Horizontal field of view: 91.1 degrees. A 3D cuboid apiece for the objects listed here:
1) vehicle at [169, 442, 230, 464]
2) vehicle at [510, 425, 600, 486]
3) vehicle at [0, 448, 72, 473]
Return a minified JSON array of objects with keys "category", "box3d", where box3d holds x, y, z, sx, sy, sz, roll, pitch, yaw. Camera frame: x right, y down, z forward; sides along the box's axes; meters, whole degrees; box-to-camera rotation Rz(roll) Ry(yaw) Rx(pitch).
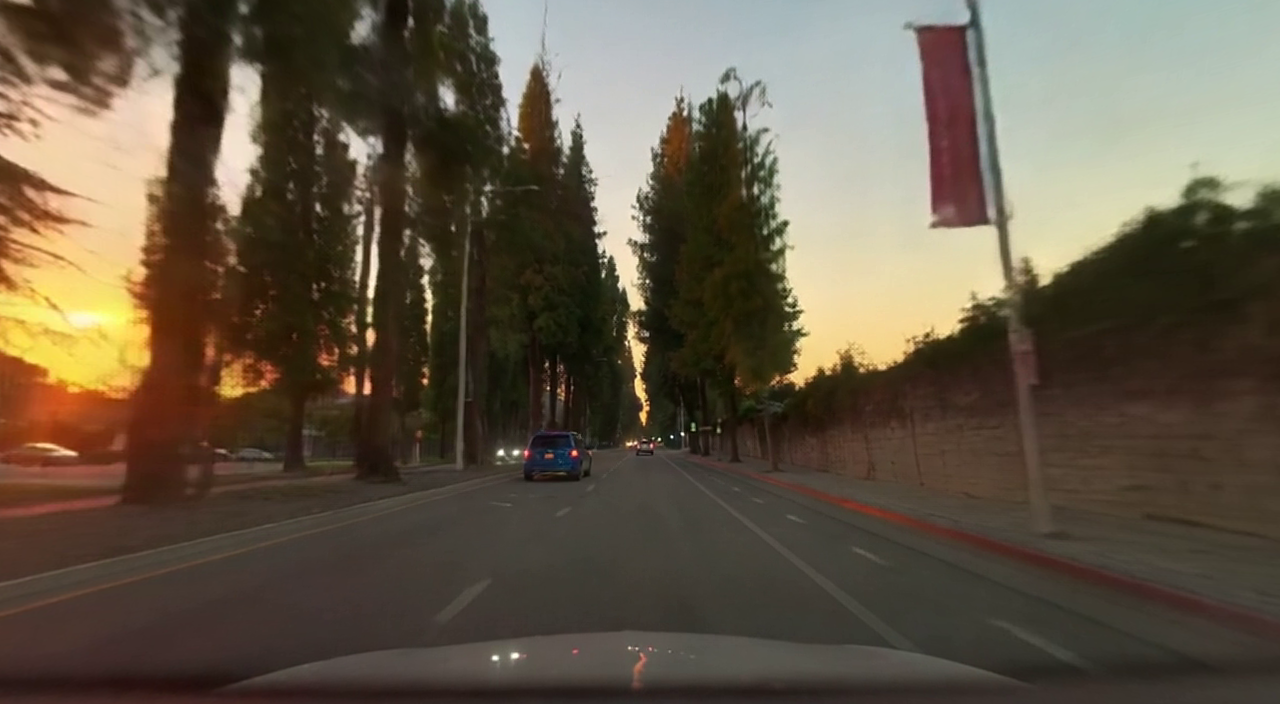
[{"category":"vehicle","box3d":[-34.667,7.933,49.533,1.926,1.637,3.948,1,-9,0]},{"category":"vehicle","box3d":[-2.726,3.486,21.437,2.281,1.837,4.845,0,-8,2]},{"category":"vehicle","box3d":[-42.106,7.368,42.887,4.587,1.638,1.870,1,-9,-4]}]
